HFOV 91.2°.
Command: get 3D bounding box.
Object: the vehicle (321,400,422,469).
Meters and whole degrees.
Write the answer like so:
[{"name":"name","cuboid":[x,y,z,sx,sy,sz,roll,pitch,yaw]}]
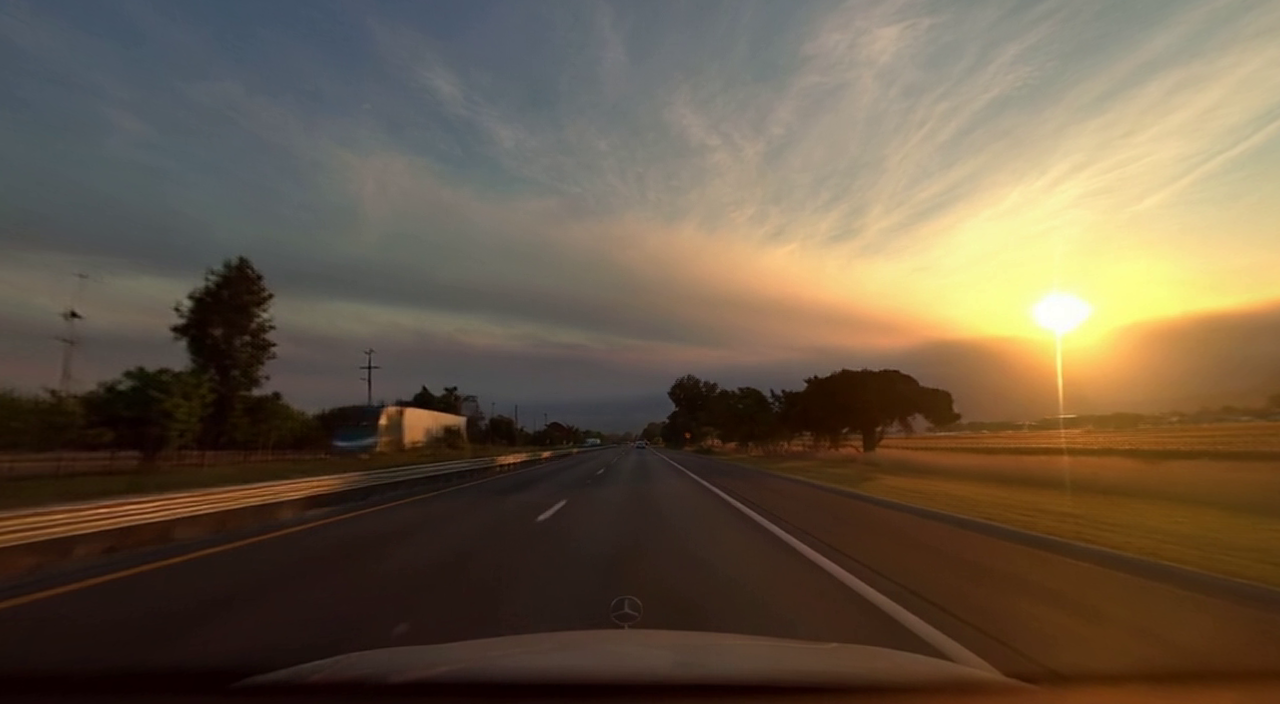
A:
[{"name":"vehicle","cuboid":[-16.479,5.190,39.250,2.976,3.855,7.457,0,-8,0]}]
